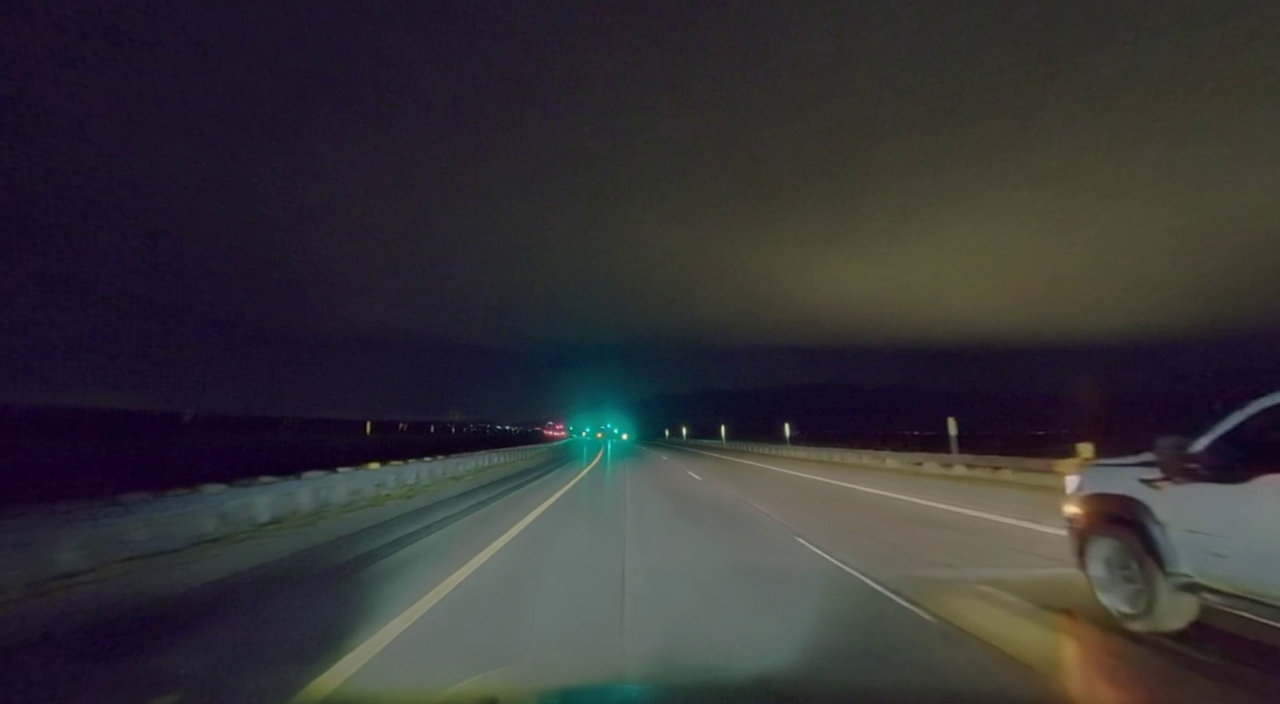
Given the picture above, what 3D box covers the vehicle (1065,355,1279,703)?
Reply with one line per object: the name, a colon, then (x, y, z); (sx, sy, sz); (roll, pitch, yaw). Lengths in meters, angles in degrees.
vehicle: (3.729, 0.734, 1.903); (1.941, 1.655, 4.137); (0, -8, -1)
